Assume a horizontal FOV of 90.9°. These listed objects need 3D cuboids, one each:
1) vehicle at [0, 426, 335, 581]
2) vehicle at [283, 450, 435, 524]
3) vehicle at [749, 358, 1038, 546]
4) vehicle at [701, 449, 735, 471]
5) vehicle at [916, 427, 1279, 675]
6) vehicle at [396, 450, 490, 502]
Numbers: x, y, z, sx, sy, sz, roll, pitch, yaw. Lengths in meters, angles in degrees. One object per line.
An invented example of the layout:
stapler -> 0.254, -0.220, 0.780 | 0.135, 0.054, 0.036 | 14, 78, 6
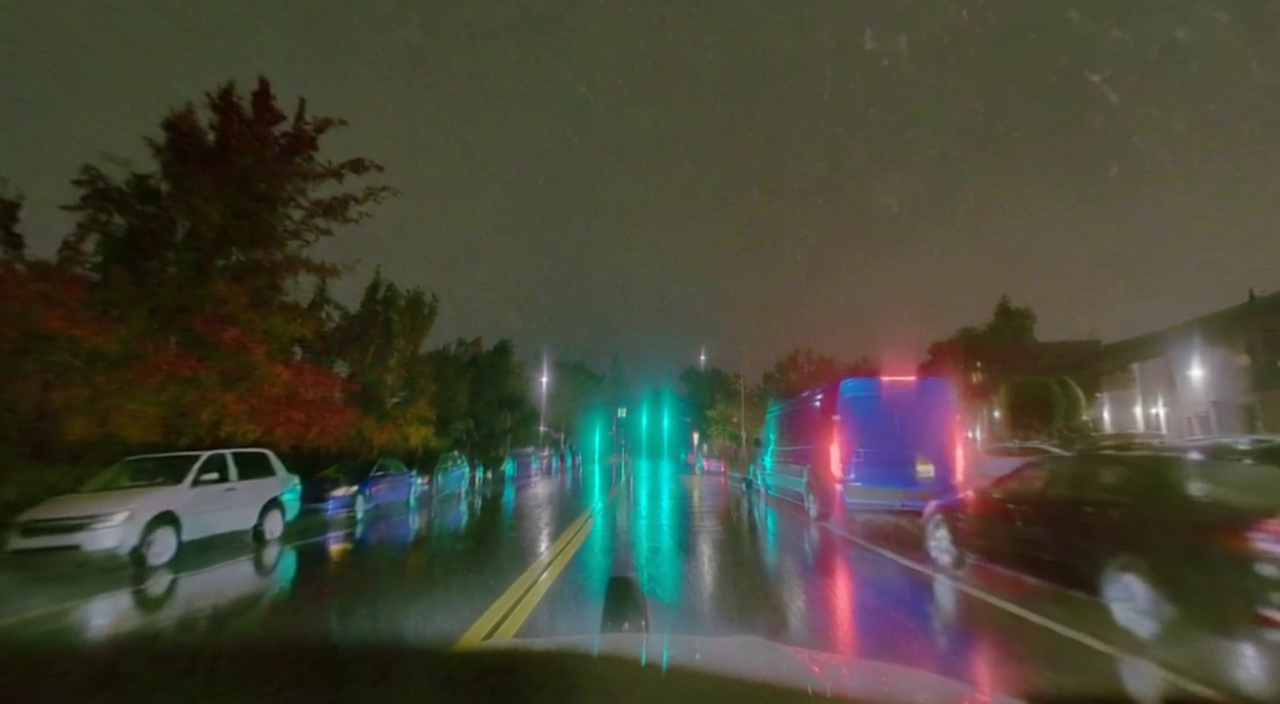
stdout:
vehicle -> -6.988, 2.108, 9.702 | 1.984, 1.745, 4.866 | -1, -9, 2
vehicle -> -6.793, 3.259, 15.845 | 1.718, 1.435, 4.370 | -3, -8, 2
vehicle -> 4.524, 2.074, 13.259 | 3.089, 2.882, 6.770 | -1, -9, -1
vehicle -> 5.313, 7.386, 43.321 | 1.849, 1.415, 4.181 | -1, -9, 1
vehicle -> 4.452, 1.537, 6.029 | 1.764, 1.494, 4.248 | -1, -9, 1
vehicle -> -6.576, 4.141, 21.512 | 1.832, 1.439, 4.337 | -2, -8, 0
